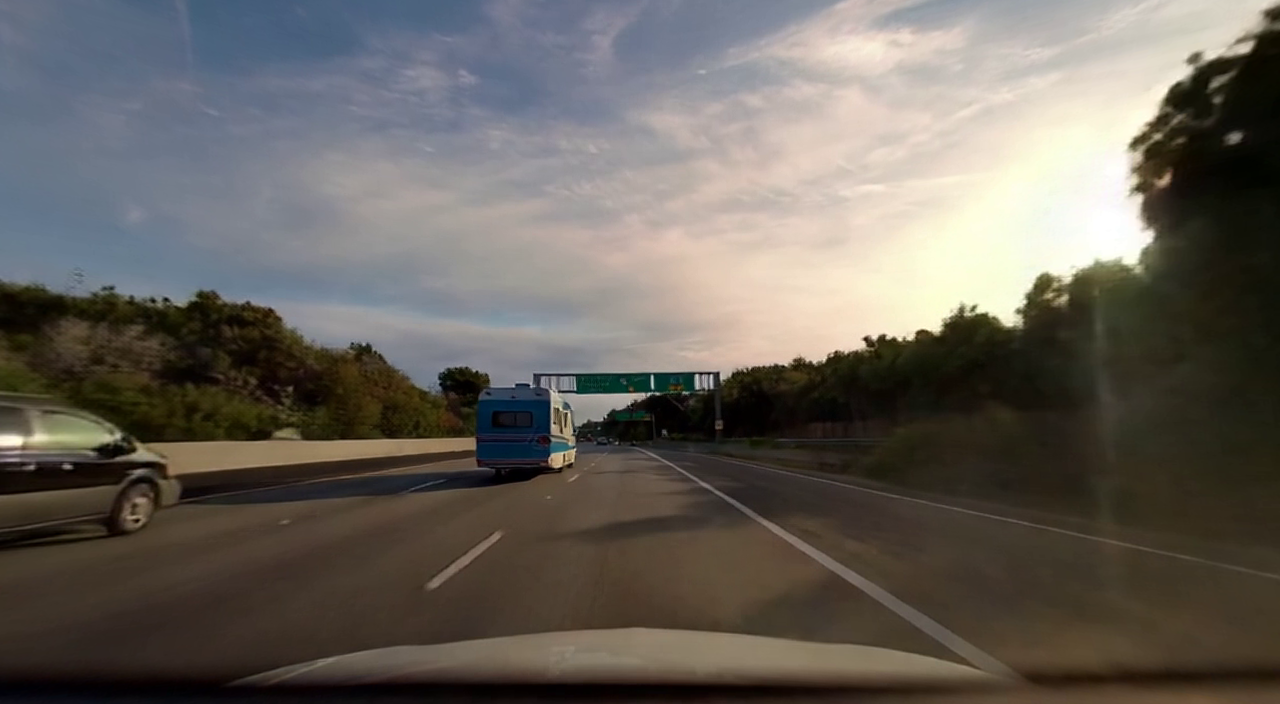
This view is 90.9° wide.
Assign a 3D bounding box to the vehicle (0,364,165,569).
[{"bbox_3d":[-6.926,1.037,5.652,2.045,1.873,4.202,0,-8,-1],"label":"vehicle"}]

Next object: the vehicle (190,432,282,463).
[{"bbox_3d":[-20.028,4.745,31.445,1.803,1.433,4.234,0,-8,-1],"label":"vehicle"}]

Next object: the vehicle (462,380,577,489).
[{"bbox_3d":[-4.029,2.973,22.857,2.676,3.269,7.388,0,-7,0],"label":"vehicle"}]
